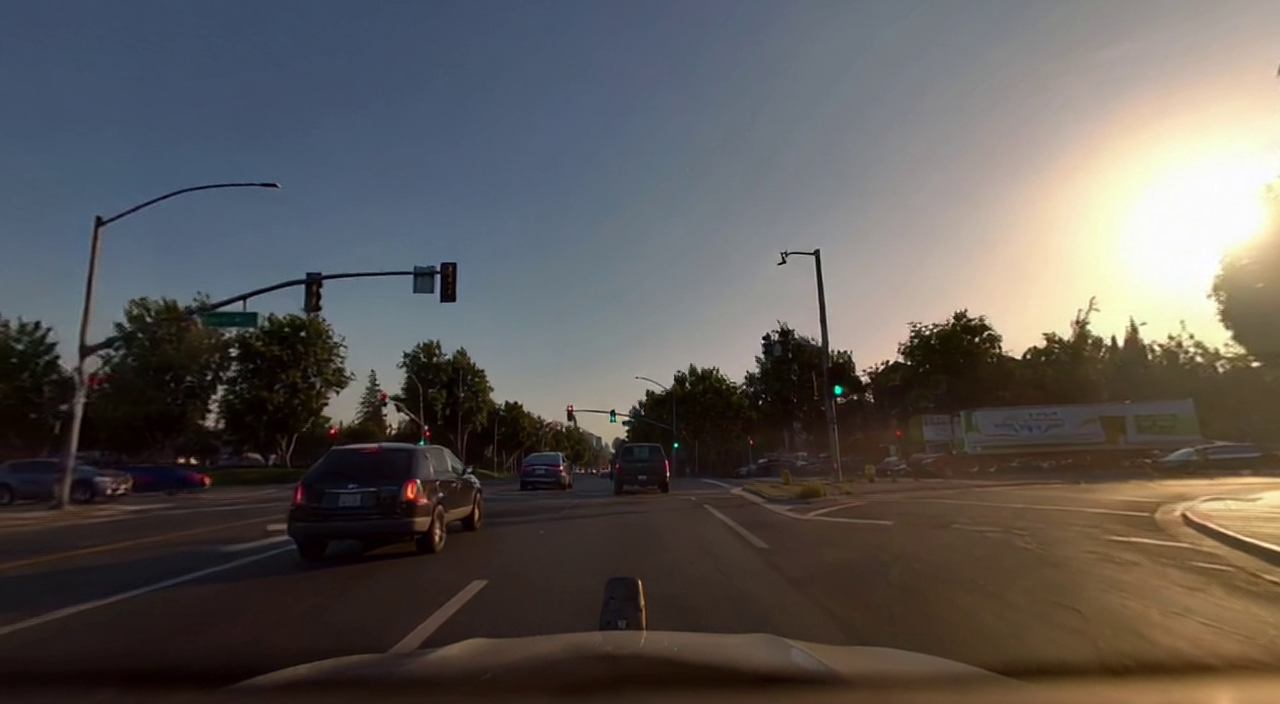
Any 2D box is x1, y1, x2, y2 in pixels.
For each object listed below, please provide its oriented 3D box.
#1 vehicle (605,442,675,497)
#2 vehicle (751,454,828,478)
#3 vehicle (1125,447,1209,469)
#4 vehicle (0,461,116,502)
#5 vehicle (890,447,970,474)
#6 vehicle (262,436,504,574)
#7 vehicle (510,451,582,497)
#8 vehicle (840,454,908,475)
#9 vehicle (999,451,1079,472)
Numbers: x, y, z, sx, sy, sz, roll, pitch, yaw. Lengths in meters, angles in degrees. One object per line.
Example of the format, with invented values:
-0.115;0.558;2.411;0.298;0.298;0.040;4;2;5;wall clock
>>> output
0.009;3.954;21.674;2.163;1.678;3.846;0;-8;0;vehicle
10.606;8.131;44.903;4.875;1.473;2.077;-2;-11;-2;vehicle
37.818;7.571;45.235;4.525;1.468;1.839;1;-8;-5;vehicle
-27.161;5.892;28.785;4.623;1.710;2.034;0;-8;1;vehicle
20.723;7.772;45.176;4.585;1.681;2.140;-3;-10;-1;vehicle
-3.281;1.974;8.913;1.960;1.528;3.490;0;-8;-1;vehicle
-3.393;4.468;23.586;2.013;1.474;4.393;0;-8;0;vehicle
18.095;8.710;48.919;4.478;1.495;2.063;0;-8;-1;vehicle
28.674;7.849;45.371;4.365;1.448;1.928;0;-8;0;vehicle
